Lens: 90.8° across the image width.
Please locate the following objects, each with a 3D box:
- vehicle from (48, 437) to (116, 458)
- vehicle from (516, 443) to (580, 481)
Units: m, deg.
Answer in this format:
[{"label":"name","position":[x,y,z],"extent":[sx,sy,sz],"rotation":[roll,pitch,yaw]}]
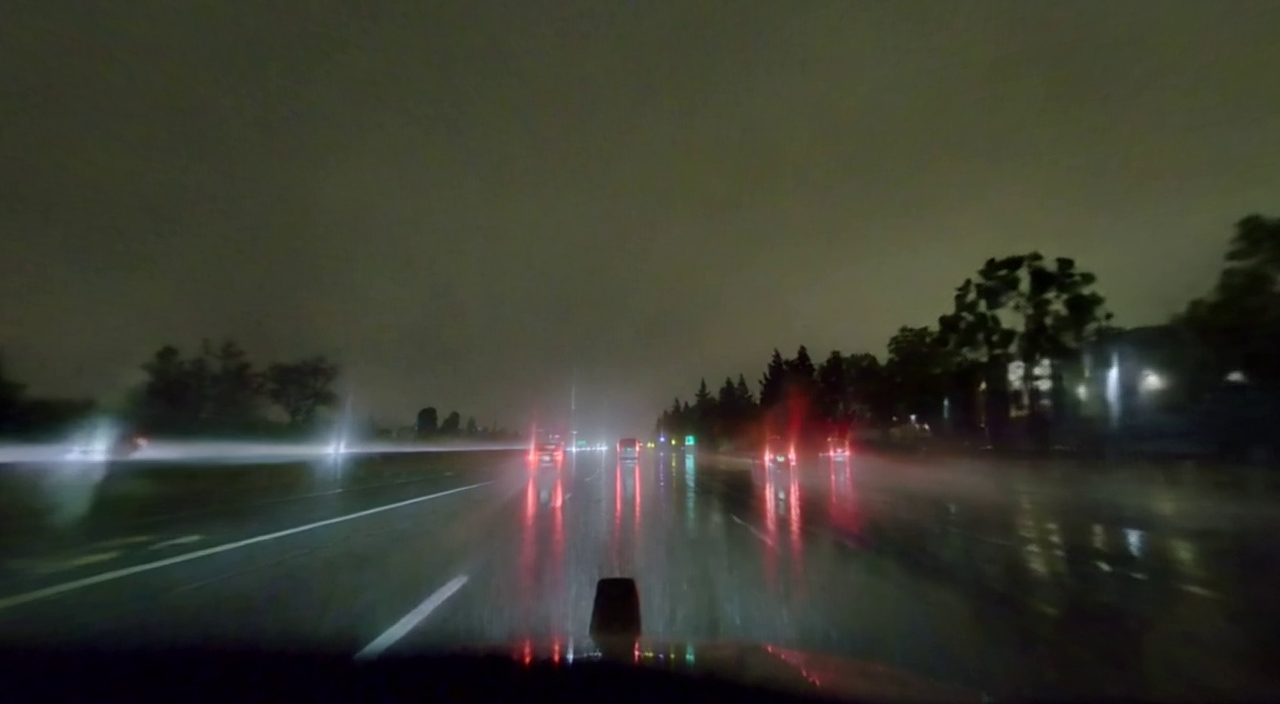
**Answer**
[{"label":"vehicle","position":[-39.451,6.763,44.751],"extent":[1.604,1.424,3.530],"rotation":[0,-8,-1]},{"label":"vehicle","position":[-4.034,4.915,28.585],"extent":[2.140,1.574,4.946],"rotation":[0,-8,0]}]
